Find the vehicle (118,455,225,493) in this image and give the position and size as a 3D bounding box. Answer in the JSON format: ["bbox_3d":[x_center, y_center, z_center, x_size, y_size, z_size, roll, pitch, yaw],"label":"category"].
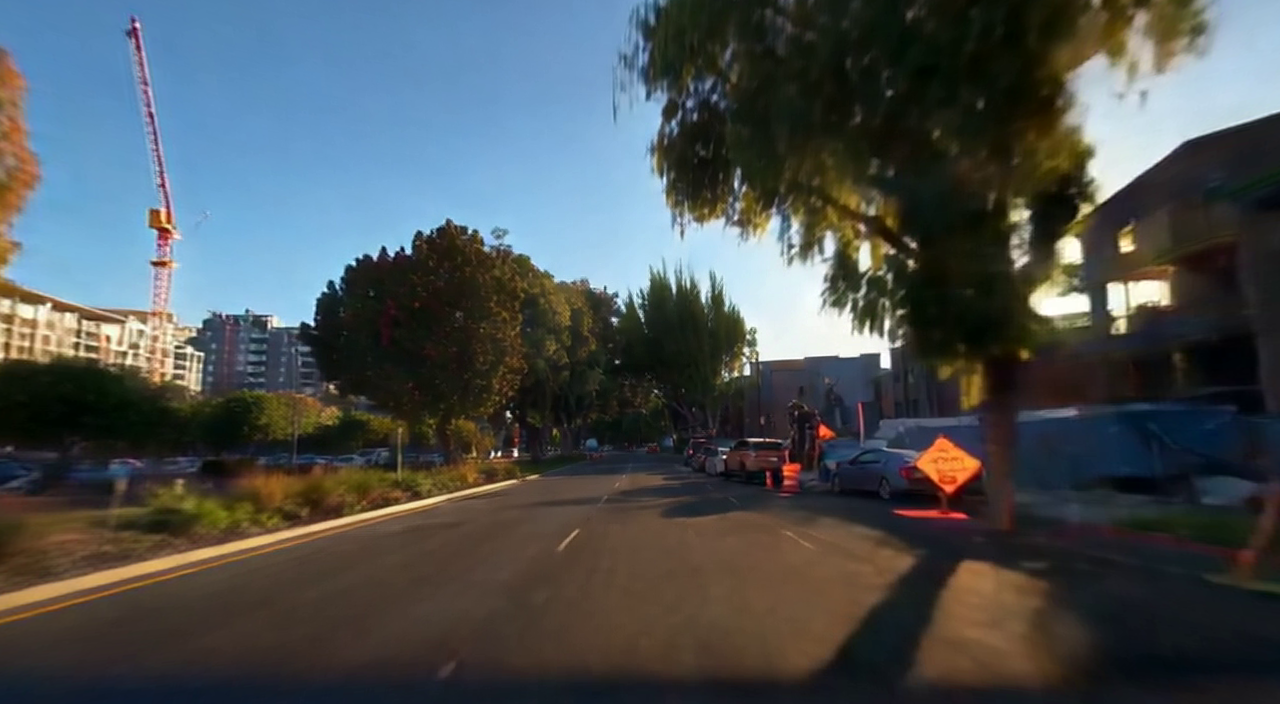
[{"bbox_3d":[-21.732,5.645,29.448,1.832,1.583,4.083,0,-8,0],"label":"vehicle"}]

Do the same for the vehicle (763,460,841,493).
[{"bbox_3d":[5.057,3.904,19.919,1.973,0.903,2.151,0,-8,3],"label":"vehicle"}]

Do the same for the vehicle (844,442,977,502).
[{"bbox_3d":[7.504,3.342,18.027,1.933,1.483,4.330,0,-8,1],"label":"vehicle"}]

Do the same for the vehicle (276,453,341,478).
[{"bbox_3d":[-21.607,7.401,41.258,1.811,1.480,4.425,0,-8,0],"label":"vehicle"}]

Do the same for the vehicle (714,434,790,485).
[{"bbox_3d":[4.379,4.277,25.468,2.050,1.832,4.794,0,-8,-2],"label":"vehicle"}]

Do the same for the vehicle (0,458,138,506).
[{"bbox_3d":[-21.520,4.727,23.335,1.900,1.490,4.775,0,-8,0],"label":"vehicle"}]

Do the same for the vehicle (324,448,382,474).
[{"bbox_3d":[-21.594,8.174,47.668,1.986,1.805,5.444,0,-8,-2],"label":"vehicle"}]
